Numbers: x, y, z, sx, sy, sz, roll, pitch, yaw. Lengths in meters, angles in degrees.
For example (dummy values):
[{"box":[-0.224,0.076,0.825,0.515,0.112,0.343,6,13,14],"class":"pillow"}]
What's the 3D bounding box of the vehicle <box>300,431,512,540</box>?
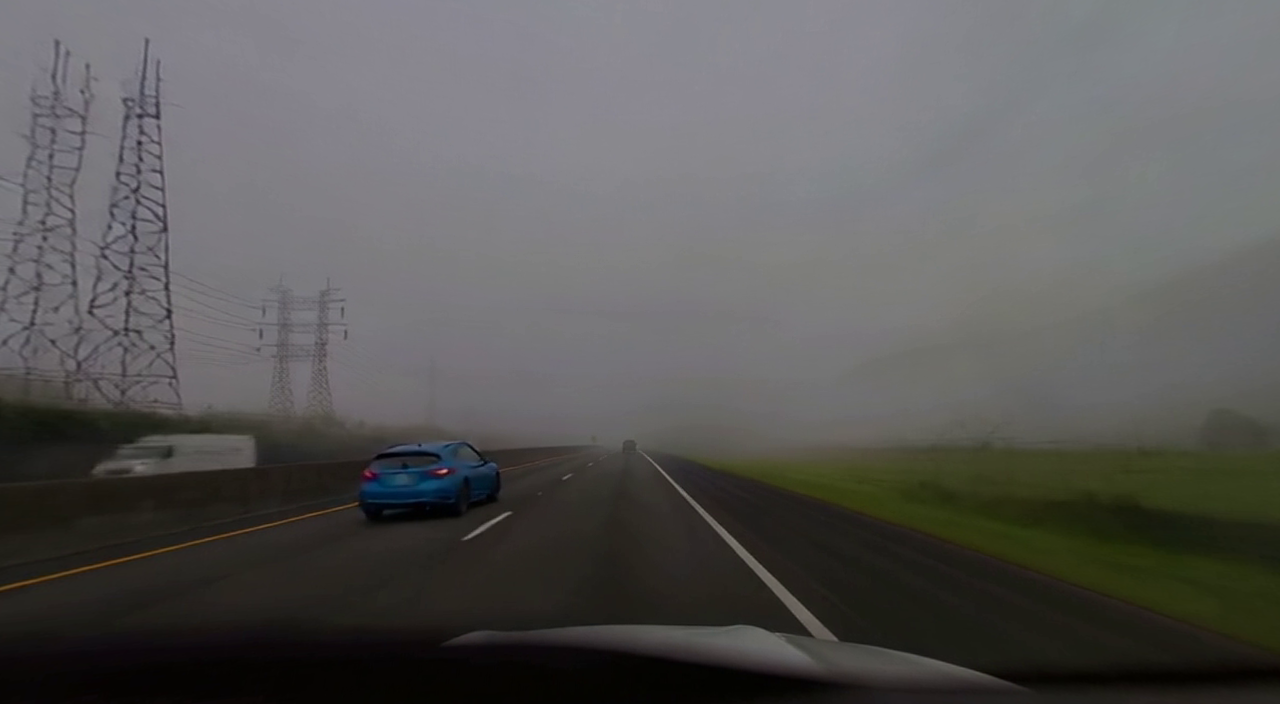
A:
[{"box":[-3.972,2.316,11.770,2.158,1.604,4.679,0,-8,0],"class":"vehicle"}]
